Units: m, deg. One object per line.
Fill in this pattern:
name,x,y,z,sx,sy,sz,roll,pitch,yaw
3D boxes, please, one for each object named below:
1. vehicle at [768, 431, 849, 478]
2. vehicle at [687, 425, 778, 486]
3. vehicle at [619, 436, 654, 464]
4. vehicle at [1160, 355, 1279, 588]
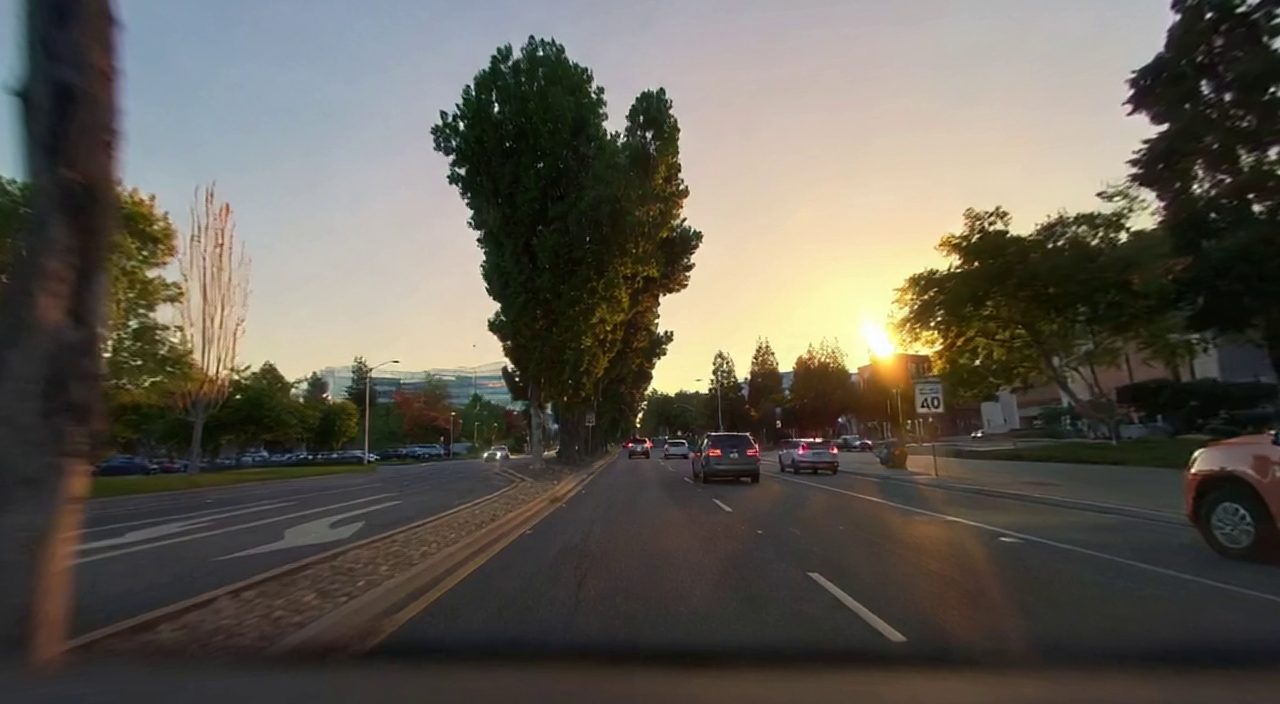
vehicle,6.691,4.122,25.574,2.025,1.719,4.161,0,-8,-1
vehicle,2.948,3.444,21.289,2.227,1.794,4.457,0,-8,-2
vehicle,-0.254,6.252,40.493,2.132,1.693,3.819,0,-8,-1
vehicle,7.209,0.865,4.232,2.429,2.142,5.731,0,-8,-1
